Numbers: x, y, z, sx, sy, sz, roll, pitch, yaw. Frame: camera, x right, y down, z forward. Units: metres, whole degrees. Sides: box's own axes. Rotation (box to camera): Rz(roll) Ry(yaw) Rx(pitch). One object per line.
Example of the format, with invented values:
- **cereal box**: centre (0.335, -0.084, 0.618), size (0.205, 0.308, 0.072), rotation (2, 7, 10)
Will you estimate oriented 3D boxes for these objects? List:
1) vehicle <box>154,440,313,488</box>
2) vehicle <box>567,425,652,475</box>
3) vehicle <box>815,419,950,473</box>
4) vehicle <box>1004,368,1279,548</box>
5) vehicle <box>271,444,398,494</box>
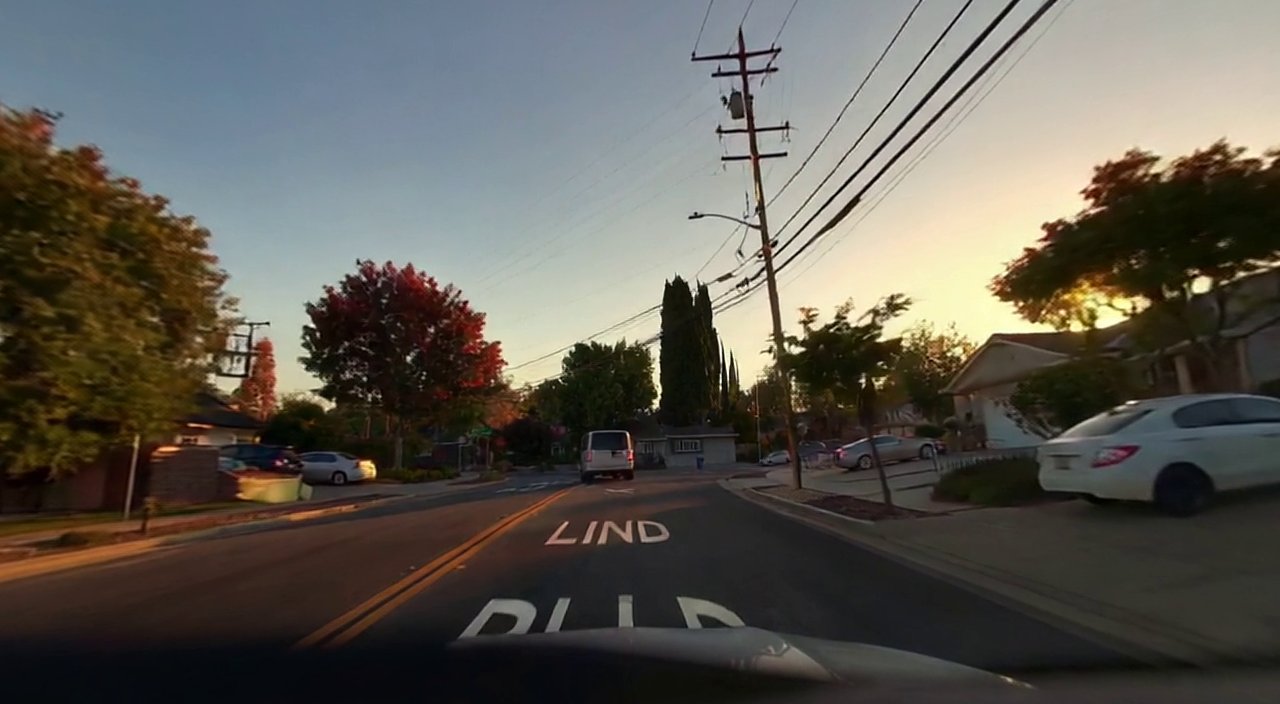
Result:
- **vehicle**: centre (-16.282, 4.500, 25.532), size (4.881, 1.828, 2.111), rotation (0, -9, -2)
- **vehicle**: centre (-2.233, 6.641, 43.030), size (2.929, 3.058, 7.559), rotation (5, -10, -26)
- **vehicle**: centre (10.044, 3.967, 26.503), size (4.658, 1.536, 2.090), rotation (-8, -11, 1)
- **vehicle**: centre (8.243, 1.356, 9.114), size (4.584, 1.817, 2.018), rotation (-8, -8, -5)
- **vehicle**: centre (-13.483, 5.231, 28.141), size (4.550, 1.655, 2.143), rotation (-5, -15, -1)
